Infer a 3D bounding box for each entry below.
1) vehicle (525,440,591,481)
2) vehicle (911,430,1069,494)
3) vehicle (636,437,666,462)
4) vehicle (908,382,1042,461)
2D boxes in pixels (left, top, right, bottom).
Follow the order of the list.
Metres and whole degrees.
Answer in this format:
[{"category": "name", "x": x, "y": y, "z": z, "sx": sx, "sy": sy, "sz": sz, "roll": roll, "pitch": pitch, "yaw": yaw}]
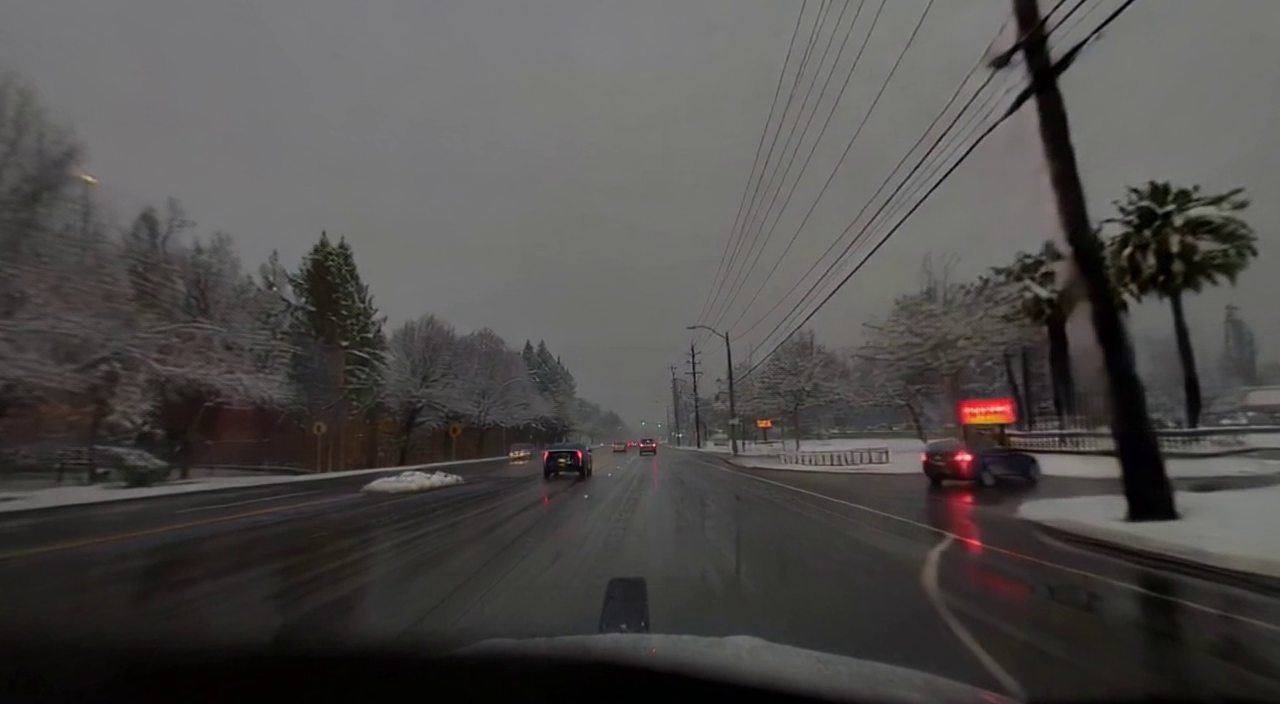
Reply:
[{"category": "vehicle", "x": -3.122, "y": 4.265, "z": 24.980, "sx": 1.982, "sy": 1.451, "sz": 4.152, "roll": 0, "pitch": -9, "yaw": 1}, {"category": "vehicle", "x": 9.653, "y": 2.957, "z": 17.287, "sx": 4.420, "sy": 1.541, "sz": 2.062, "roll": 6, "pitch": -11, "yaw": -36}, {"category": "vehicle", "x": 0.780, "y": 7.335, "z": 47.442, "sx": 2.155, "sy": 1.781, "sz": 3.977, "roll": 0, "pitch": -9, "yaw": 1}, {"category": "vehicle", "x": 19.949, "y": 4.160, "z": 38.462, "sx": 2.923, "sy": 4.081, "sz": 8.860, "roll": -3, "pitch": -5, "yaw": -1}]
